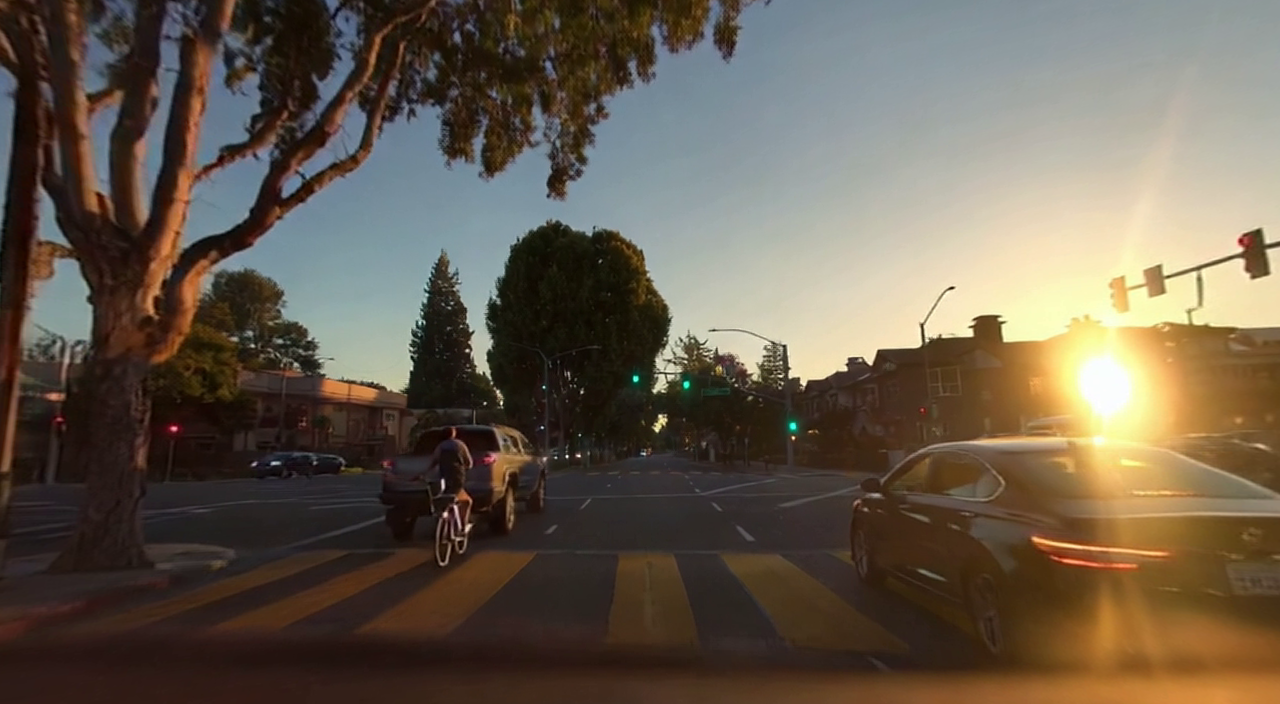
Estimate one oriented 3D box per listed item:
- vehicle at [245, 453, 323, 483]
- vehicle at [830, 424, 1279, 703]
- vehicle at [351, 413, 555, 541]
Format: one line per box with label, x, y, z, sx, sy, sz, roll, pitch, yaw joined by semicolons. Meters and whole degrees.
vehicle;-22.082;7.197;39.206;1.908;1.642;4.910;0;-8;1
vehicle;3.211;1.383;5.017;1.990;1.454;4.490;0;-8;0
vehicle;-3.147;2.247;11.972;2.231;1.898;4.985;0;-8;1
